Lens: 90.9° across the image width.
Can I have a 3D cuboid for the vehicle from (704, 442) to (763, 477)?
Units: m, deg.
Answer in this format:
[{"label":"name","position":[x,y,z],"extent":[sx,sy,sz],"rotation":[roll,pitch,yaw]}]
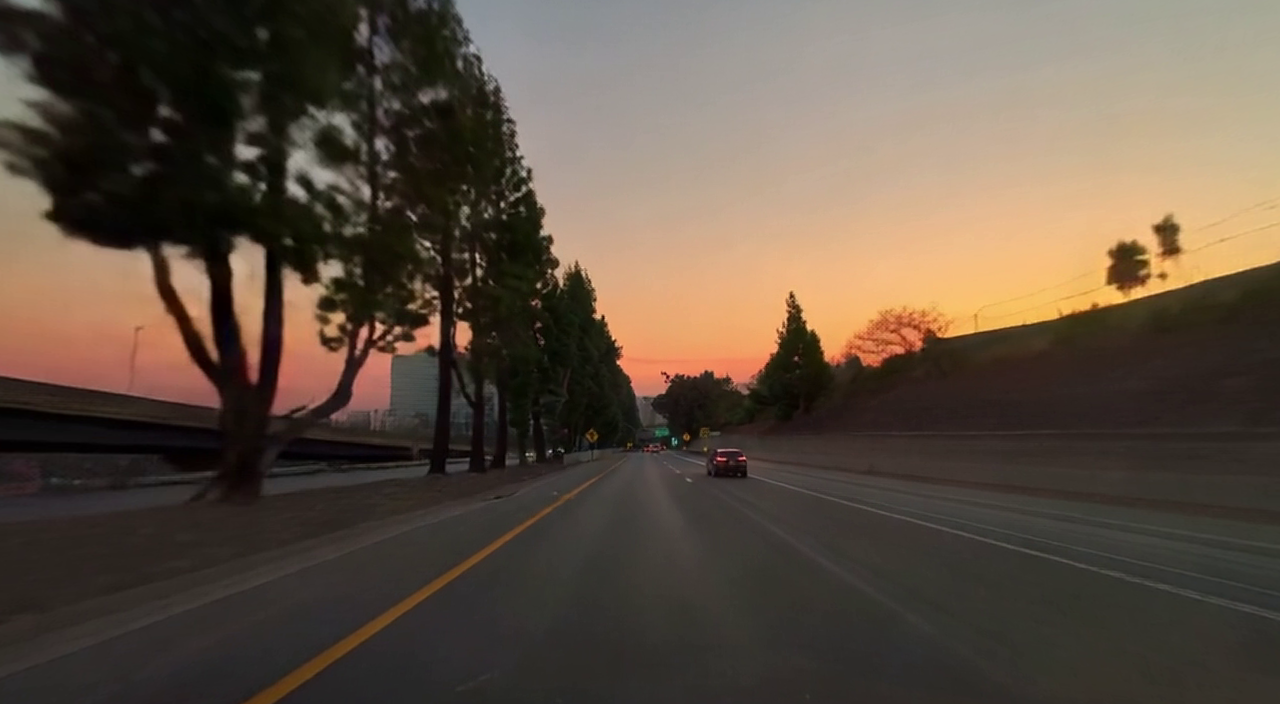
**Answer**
[{"label":"vehicle","position":[4.296,5.013,29.718],"extent":[2.042,1.518,4.477],"rotation":[0,-9,-1]}]
